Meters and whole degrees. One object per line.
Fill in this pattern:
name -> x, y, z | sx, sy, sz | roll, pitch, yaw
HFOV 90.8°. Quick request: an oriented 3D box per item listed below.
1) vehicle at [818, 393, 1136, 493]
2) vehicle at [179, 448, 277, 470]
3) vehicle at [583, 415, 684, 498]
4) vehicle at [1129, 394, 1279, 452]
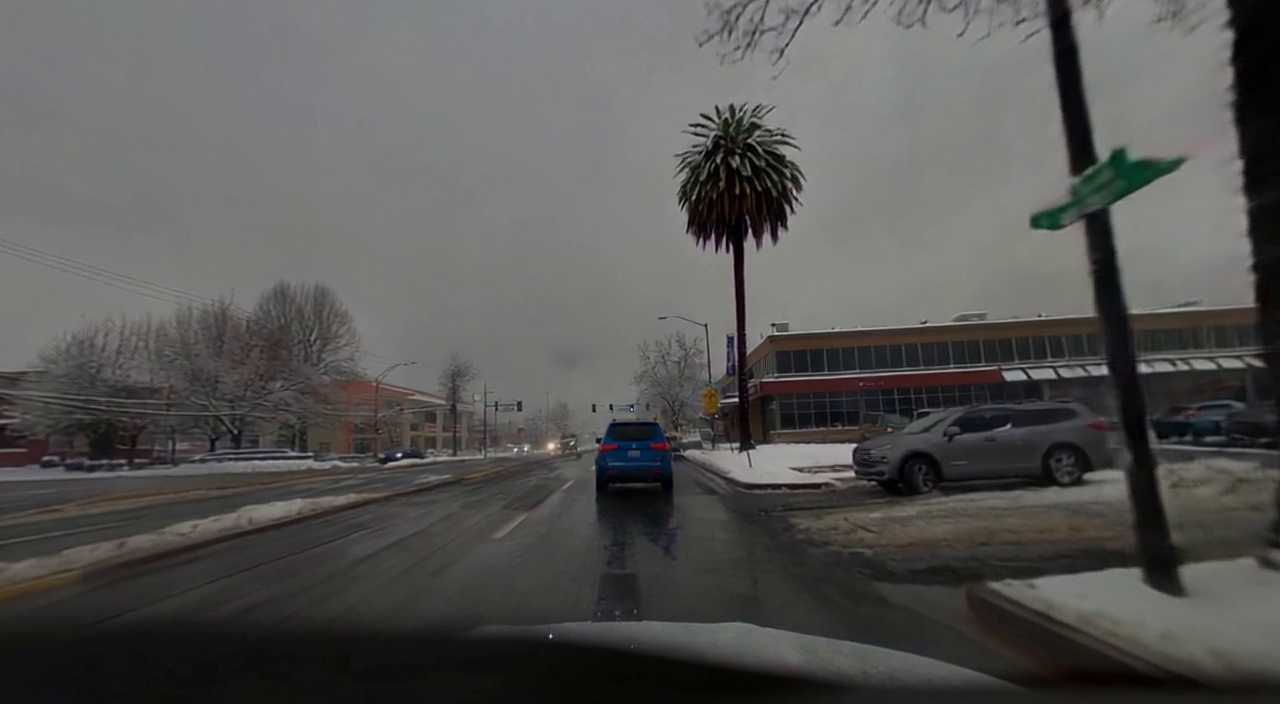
vehicle -> 6.214, 1.748, 12.215 | 4.828, 1.733, 2.231 | 0, -8, -1
vehicle -> -27.358, 7.139, 42.157 | 5.154, 1.343, 1.943 | 4, -9, -24
vehicle -> -0.189, 2.610, 16.078 | 2.234, 1.818, 3.869 | 0, -8, -1
vehicle -> 19.887, 2.484, 21.398 | 2.080, 1.702, 5.430 | 0, -8, -3
